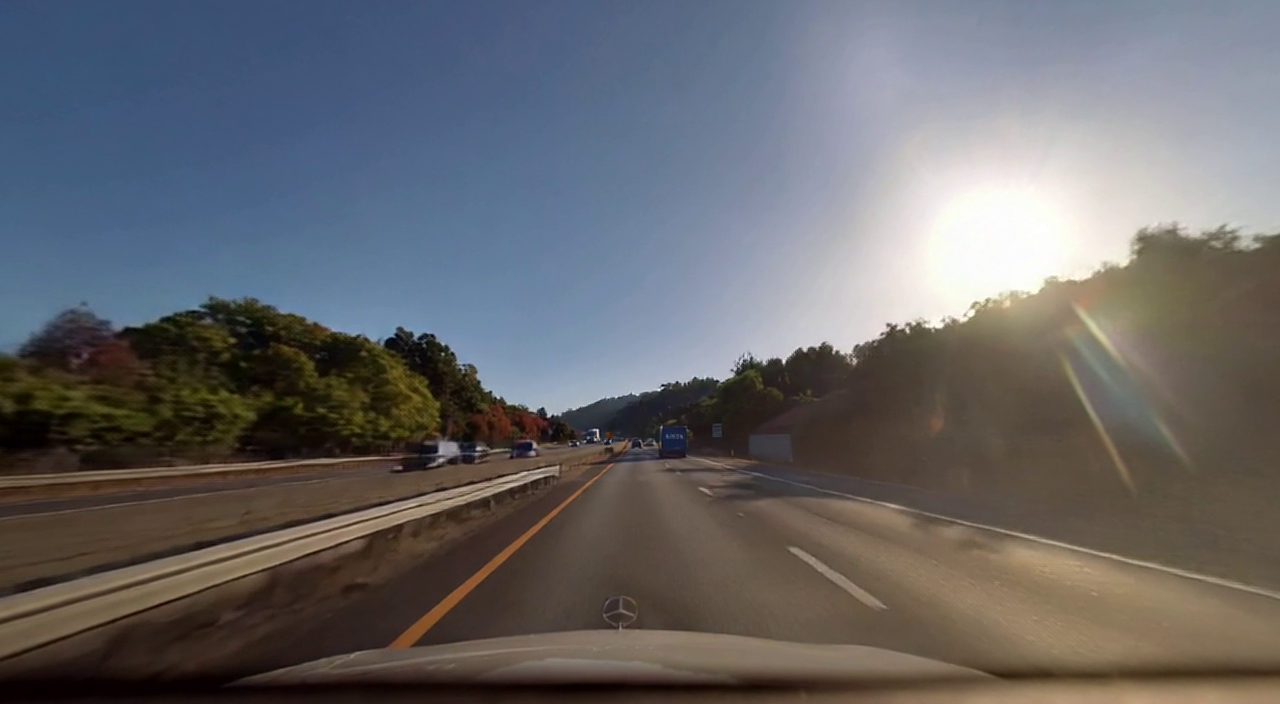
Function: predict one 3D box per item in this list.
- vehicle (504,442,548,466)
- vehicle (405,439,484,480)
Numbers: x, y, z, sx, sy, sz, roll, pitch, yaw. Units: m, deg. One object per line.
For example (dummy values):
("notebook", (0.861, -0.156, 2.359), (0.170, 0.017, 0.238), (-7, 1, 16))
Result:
("vehicle", (-7.296, 6.584, 40.694), (1.904, 1.463, 4.630), (0, -9, 1))
("vehicle", (-7.825, 4.336, 25.592), (1.879, 1.486, 4.259), (0, -9, 0))
